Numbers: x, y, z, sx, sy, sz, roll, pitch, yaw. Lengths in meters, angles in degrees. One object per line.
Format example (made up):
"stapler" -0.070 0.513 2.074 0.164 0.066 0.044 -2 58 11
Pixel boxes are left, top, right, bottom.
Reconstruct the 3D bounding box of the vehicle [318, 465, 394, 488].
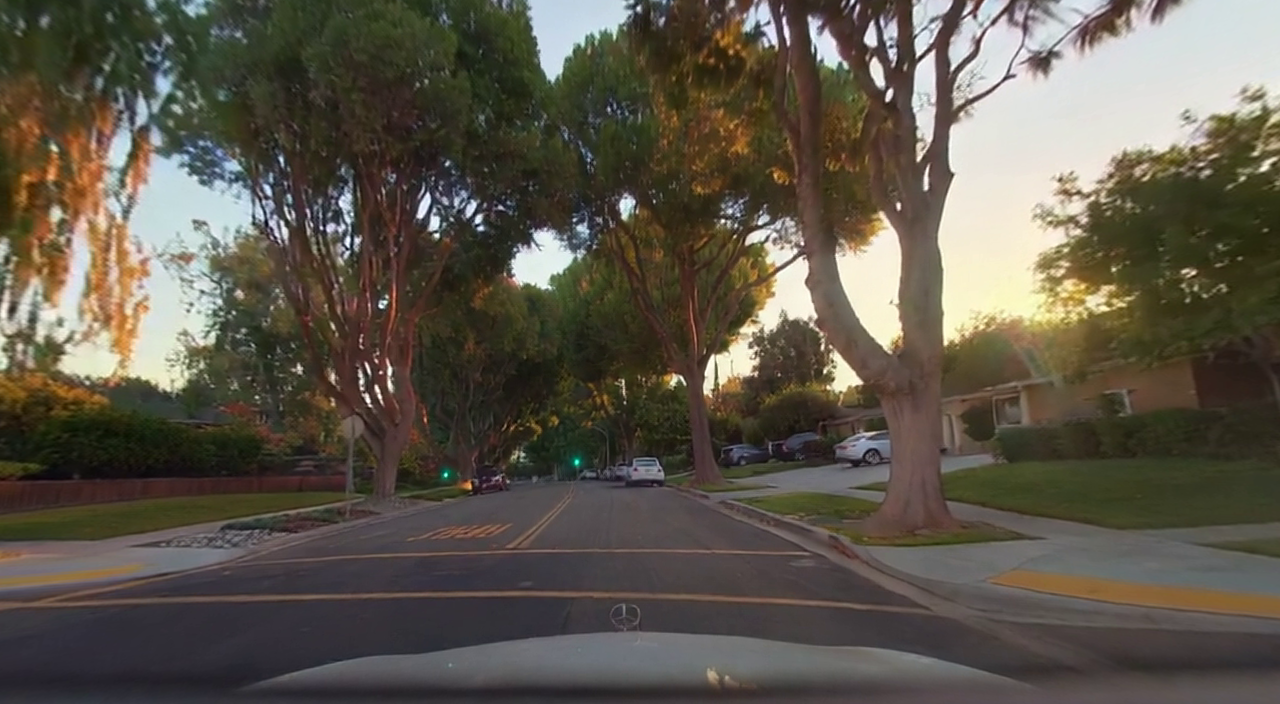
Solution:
"vehicle" -19.927 8.767 44.361 4.527 1.466 1.880 -2 -9 10

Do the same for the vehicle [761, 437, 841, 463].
"vehicle" 10.203 6.257 40.286 4.639 1.634 2.005 -1 -9 6

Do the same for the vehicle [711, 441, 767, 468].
"vehicle" 7.318 7.495 46.294 2.100 1.857 4.611 -7 -11 36

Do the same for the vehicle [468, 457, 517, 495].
"vehicle" -8.119 6.798 35.086 2.155 1.729 4.799 0 -7 -7

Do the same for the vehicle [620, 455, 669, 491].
"vehicle" 0.166 6.897 36.253 2.229 1.826 4.611 0 -9 -7
